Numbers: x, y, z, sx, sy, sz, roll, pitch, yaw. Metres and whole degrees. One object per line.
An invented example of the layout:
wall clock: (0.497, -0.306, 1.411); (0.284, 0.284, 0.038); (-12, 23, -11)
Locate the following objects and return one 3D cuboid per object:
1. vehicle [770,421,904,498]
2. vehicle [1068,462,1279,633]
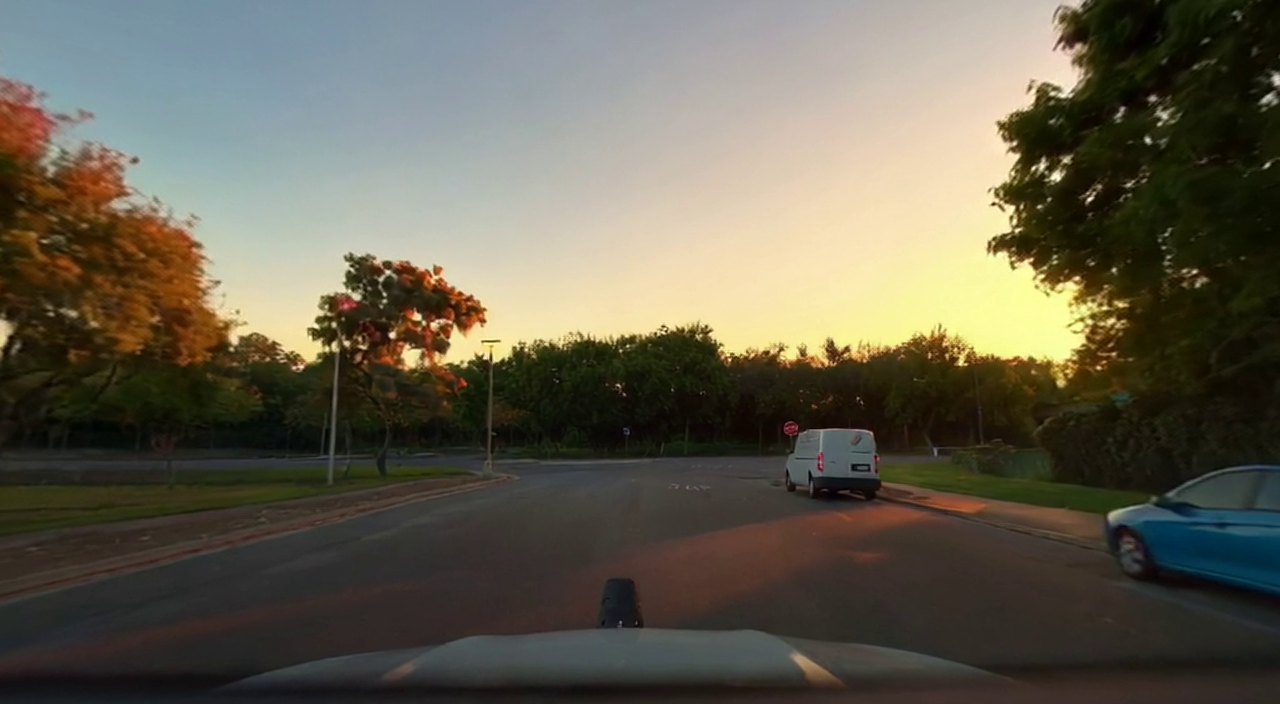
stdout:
vehicle: (6.411, 3.609, 21.621); (2.659, 2.245, 5.991); (0, -8, 0)
vehicle: (6.027, 1.619, 5.296); (1.970, 1.269, 4.199); (0, -8, 1)
